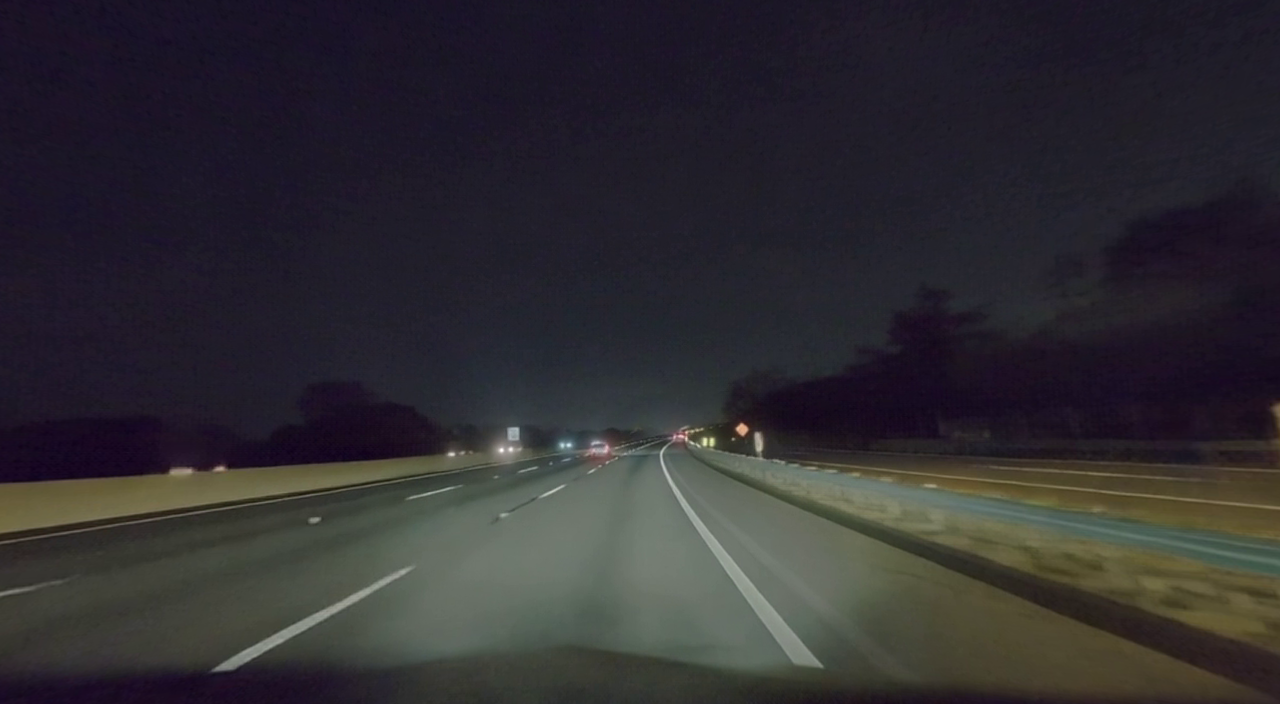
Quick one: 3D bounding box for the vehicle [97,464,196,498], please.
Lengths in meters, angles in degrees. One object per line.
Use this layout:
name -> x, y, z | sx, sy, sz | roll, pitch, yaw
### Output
vehicle -> -24.592, 6.411, 31.409 | 1.756, 1.475, 3.880 | 0, -9, 1
